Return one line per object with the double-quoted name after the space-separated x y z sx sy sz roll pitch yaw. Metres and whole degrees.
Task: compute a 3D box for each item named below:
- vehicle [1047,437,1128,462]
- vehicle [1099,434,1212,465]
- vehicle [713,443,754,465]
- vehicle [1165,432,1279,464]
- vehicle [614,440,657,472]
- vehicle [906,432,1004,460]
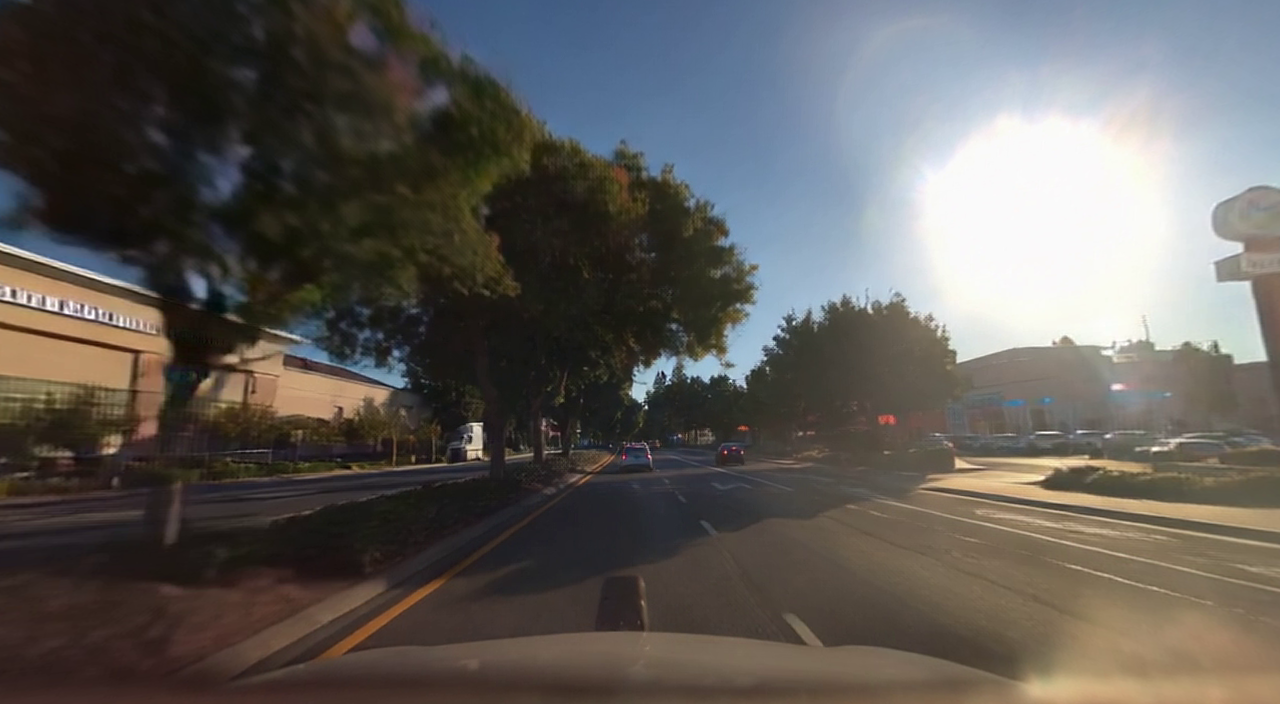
26.894 5.869 38.147 1.761 1.409 4.353 0 -9 1 "vehicle"
26.754 5.088 33.056 1.840 1.446 4.820 -1 -8 0 "vehicle"
6.745 7.437 46.163 2.075 1.475 4.571 0 -8 -3 "vehicle"
29.529 4.900 32.146 1.805 1.481 4.351 -1 -9 -1 "vehicle"
-0.304 5.352 32.746 2.072 1.545 4.578 0 -8 -2 "vehicle"
23.212 6.984 46.785 5.909 1.970 2.365 0 -8 1 "vehicle"
